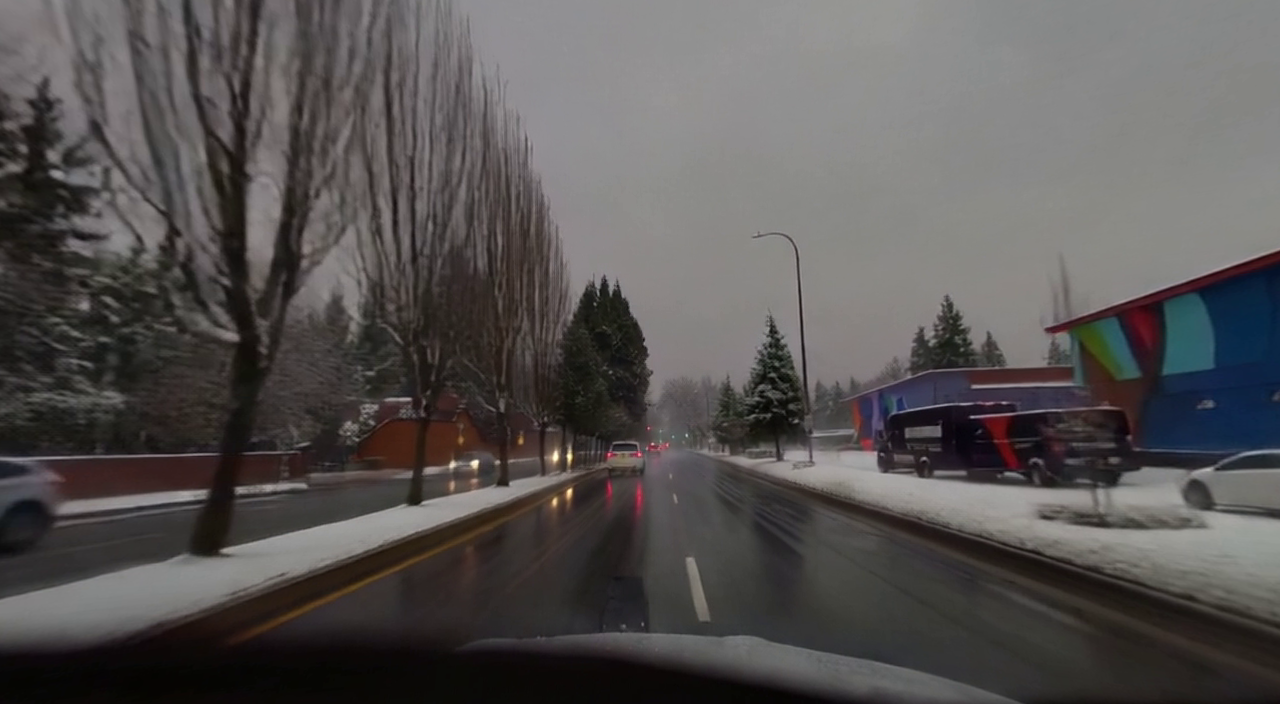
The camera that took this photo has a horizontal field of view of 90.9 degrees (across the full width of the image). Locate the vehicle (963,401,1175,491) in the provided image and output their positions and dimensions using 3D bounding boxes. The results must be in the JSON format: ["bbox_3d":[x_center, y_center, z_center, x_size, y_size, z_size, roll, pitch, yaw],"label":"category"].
[{"bbox_3d":[13.443,3.053,20.673,2.507,2.441,6.959,-1,-8,5],"label":"vehicle"}]

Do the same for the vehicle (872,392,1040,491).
[{"bbox_3d":[14.213,4.199,29.877,2.794,3.710,10.785,-3,-8,3],"label":"vehicle"}]

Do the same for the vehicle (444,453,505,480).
[{"bbox_3d":[-9.693,6.718,37.244,1.937,1.465,4.506,-1,-9,7],"label":"vehicle"}]

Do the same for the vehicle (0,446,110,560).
[{"bbox_3d":[-11.124,2.317,9.518,1.997,1.775,4.585,0,-9,4],"label":"vehicle"}]

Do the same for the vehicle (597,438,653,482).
[{"bbox_3d":[-0.548,4.665,27.469,2.129,1.713,4.314,0,-9,3],"label":"vehicle"}]

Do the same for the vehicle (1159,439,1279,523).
[{"bbox_3d":[13.341,2.652,13.168,1.686,1.467,3.955,-4,-7,3],"label":"vehicle"}]
